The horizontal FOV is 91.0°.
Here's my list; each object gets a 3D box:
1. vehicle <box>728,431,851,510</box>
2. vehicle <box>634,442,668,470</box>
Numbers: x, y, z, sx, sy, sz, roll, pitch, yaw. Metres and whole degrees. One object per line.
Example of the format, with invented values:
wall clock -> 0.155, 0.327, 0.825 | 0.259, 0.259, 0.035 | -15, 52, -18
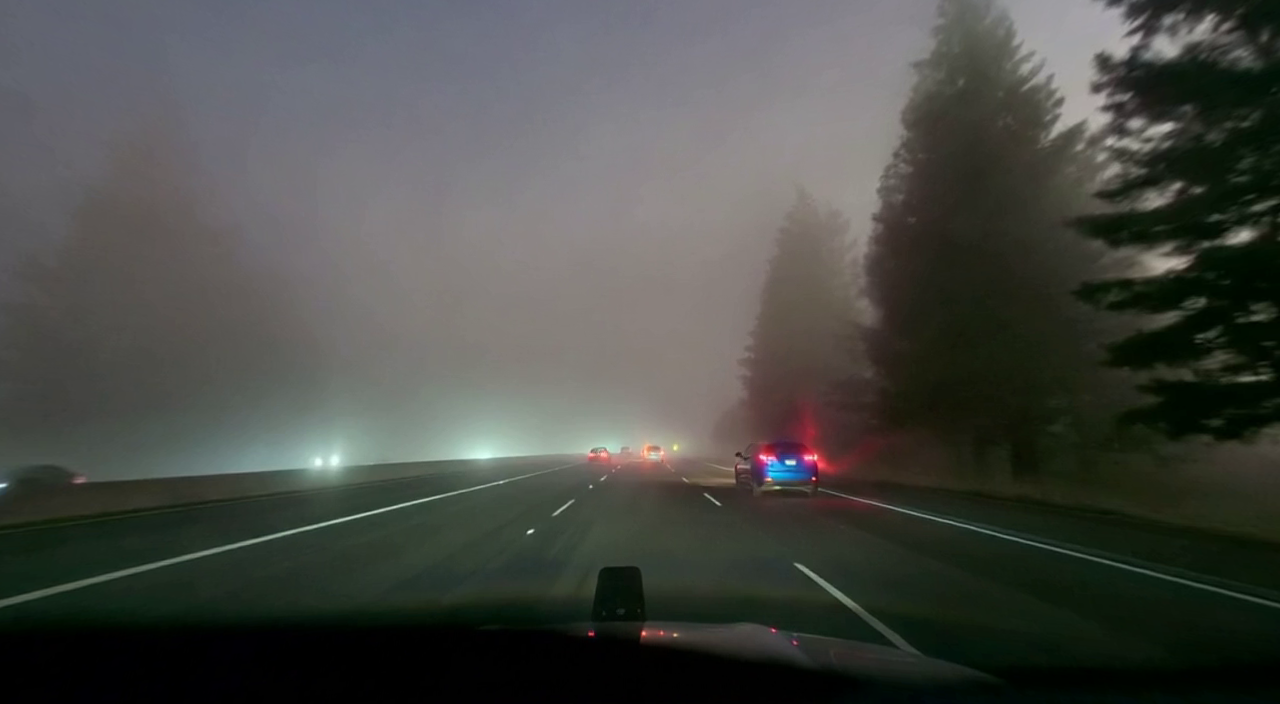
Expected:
vehicle -> 3.639, 2.981, 16.245 | 2.082, 1.720, 4.393 | 0, -9, 0
vehicle -> 0.719, 7.055, 42.920 | 2.205, 1.785, 4.423 | 0, -9, 0
